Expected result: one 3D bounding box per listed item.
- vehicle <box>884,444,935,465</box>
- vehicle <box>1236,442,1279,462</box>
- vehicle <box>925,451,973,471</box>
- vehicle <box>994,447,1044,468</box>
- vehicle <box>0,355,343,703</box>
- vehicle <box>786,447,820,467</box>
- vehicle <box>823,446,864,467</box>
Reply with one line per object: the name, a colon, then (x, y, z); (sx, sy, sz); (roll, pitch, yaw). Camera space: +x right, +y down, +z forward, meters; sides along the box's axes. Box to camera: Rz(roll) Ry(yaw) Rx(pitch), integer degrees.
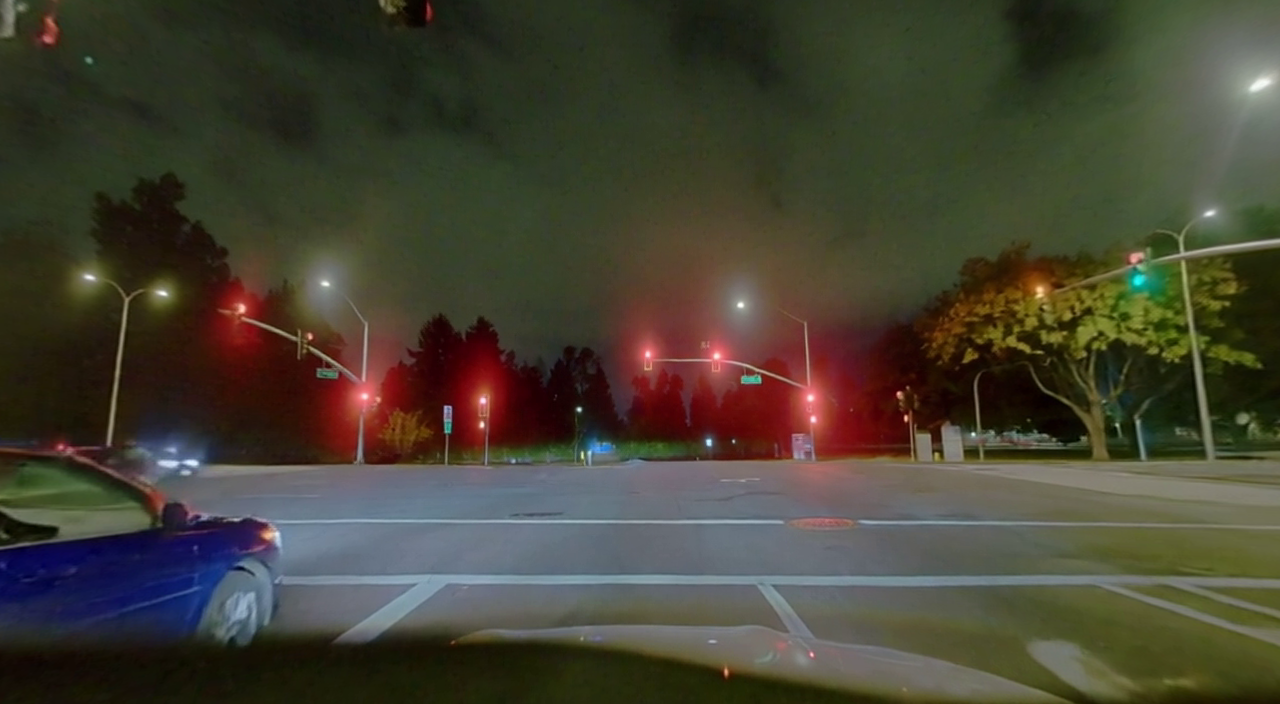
vehicle: (20.478, 7.805, 48.118); (1.815, 1.515, 4.552); (0, -8, -1)
vehicle: (46.816, 7.409, 46.843); (1.574, 1.369, 3.611); (-1, -8, 5)
vehicle: (22.954, 8.111, 46.978); (1.633, 1.324, 3.449); (0, -8, -3)
vehicle: (28.377, 7.895, 47.347); (1.662, 1.440, 3.583); (-1, -8, 3)
vehicle: (-3.052, 0.819, 2.076); (2.055, 1.573, 4.065); (0, -8, 2)
vehicle: (12.460, 8.078, 48.499); (1.647, 1.386, 3.725); (-1, -8, 1)
vehicle: (15.475, 7.948, 48.061); (1.714, 1.458, 4.206); (0, -8, 0)
